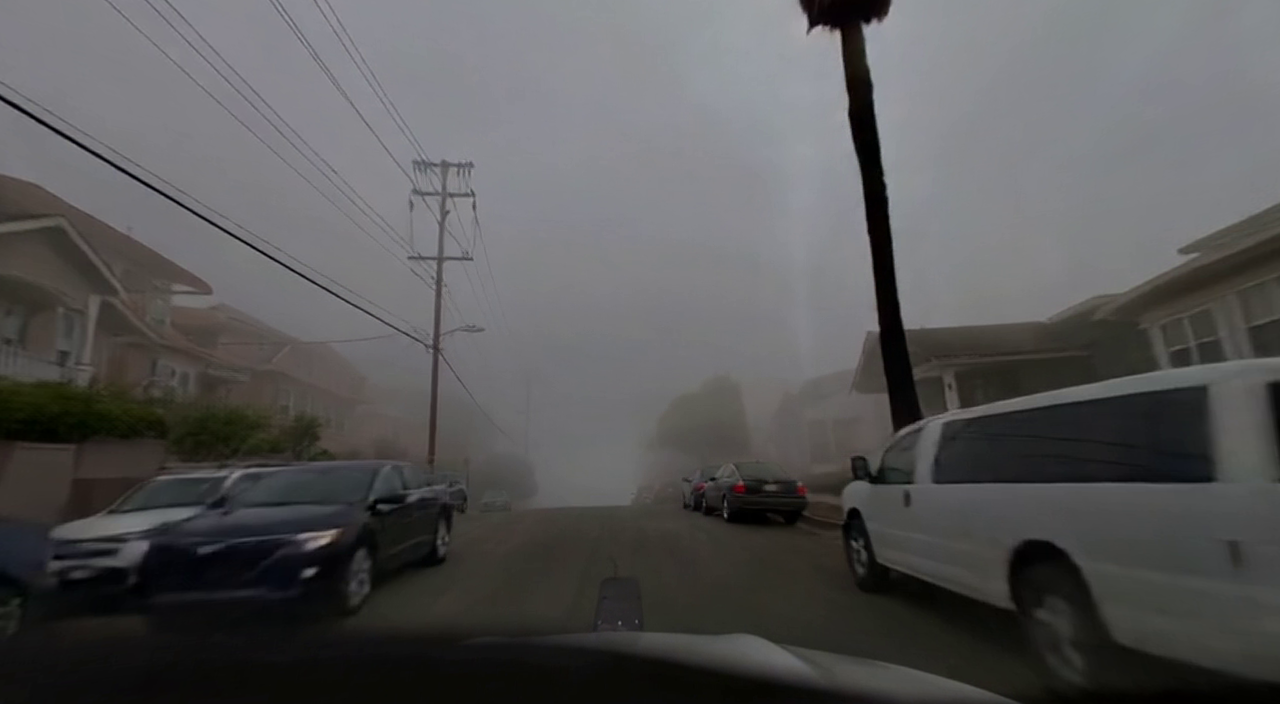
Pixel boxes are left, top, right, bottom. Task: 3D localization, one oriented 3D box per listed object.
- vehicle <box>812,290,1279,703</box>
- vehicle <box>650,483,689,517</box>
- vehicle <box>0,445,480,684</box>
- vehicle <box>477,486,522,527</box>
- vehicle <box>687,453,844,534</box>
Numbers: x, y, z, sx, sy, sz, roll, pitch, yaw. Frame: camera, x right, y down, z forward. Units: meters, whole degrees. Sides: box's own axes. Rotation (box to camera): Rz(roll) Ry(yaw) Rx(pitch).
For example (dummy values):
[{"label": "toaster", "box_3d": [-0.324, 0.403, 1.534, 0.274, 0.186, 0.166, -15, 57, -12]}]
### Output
[{"label": "vehicle", "box_3d": [3.336, 1.084, 4.217, 2.358, 2.008, 5.957, 0, -8, -3]}, {"label": "vehicle", "box_3d": [1.543, 7.951, 34.004, 1.756, 1.455, 3.965, 1, -8, -2]}, {"label": "vehicle", "box_3d": [-3.225, 1.687, 6.332, 2.060, 1.483, 4.574, 0, -8, 0]}, {"label": "vehicle", "box_3d": [-8.158, 8.982, 36.974, 1.933, 1.824, 5.142, 1, -8, -6]}, {"label": "vehicle", "box_3d": [2.629, 3.123, 14.588, 2.212, 1.476, 4.678, 1, -8, -6]}]
